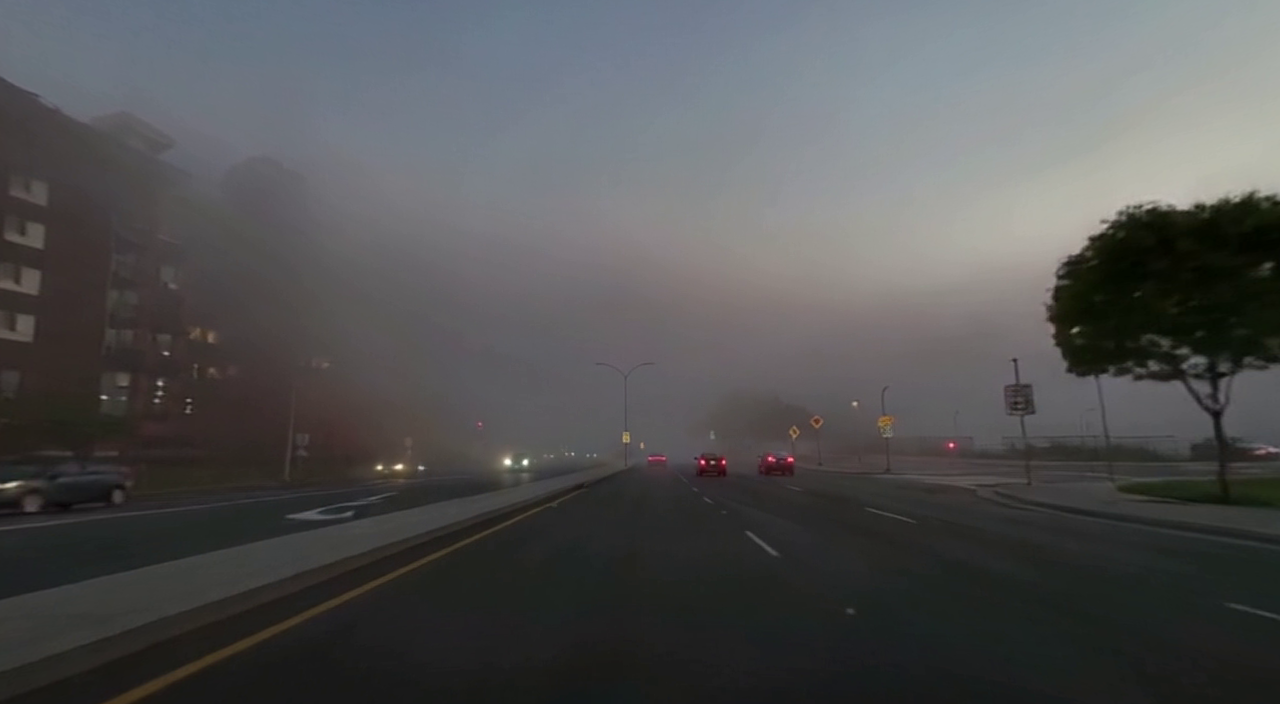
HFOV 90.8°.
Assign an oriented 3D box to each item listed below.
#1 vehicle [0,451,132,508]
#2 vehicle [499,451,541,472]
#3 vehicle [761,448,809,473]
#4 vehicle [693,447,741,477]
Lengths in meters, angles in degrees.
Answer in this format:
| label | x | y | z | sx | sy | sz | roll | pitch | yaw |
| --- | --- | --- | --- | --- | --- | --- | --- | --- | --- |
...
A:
| label | x | y | z | sx | sy | sz | roll | pitch | yaw |
| --- | --- | --- | --- | --- | --- | --- | --- | --- | --- |
| vehicle | -21.648 | 4.502 | 22.900 | 2.141 | 1.809 | 5.002 | -1 | -9 | 3 |
| vehicle | -8.944 | 8.210 | 47.562 | 2.012 | 1.520 | 4.645 | -1 | -9 | 3 |
| vehicle | 8.766 | 6.577 | 38.500 | 1.932 | 1.439 | 4.159 | 0 | -9 | 0 |
| vehicle | 4.097 | 5.898 | 34.215 | 2.020 | 1.479 | 4.650 | 0 | -9 | 0 |
